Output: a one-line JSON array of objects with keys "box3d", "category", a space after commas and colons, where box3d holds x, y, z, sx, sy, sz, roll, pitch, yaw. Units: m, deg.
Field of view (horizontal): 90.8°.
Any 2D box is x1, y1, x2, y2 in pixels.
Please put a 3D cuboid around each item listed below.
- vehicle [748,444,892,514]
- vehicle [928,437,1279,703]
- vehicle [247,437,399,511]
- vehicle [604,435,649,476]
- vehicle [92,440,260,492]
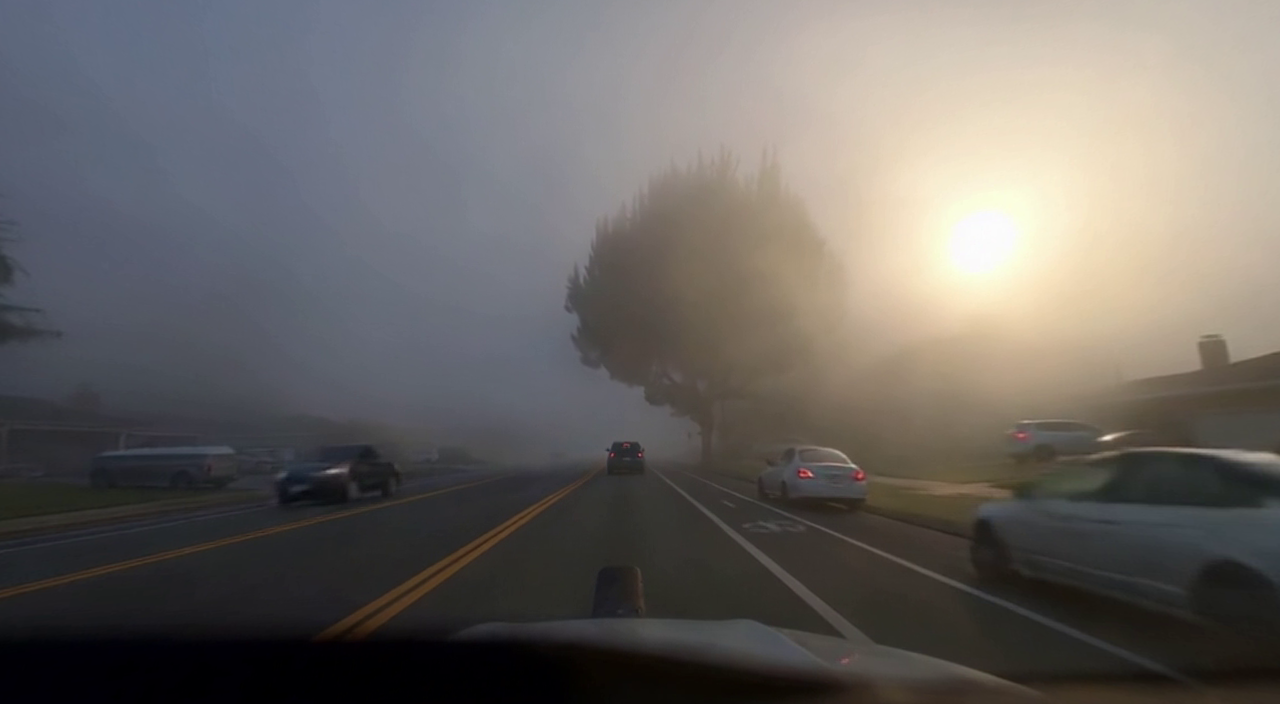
[{"box3d": [4.273, 3.090, 16.018, 2.001, 1.480, 5.022, 0, -9, -2], "category": "vehicle"}, {"box3d": [4.499, 1.459, 5.166, 1.963, 1.469, 4.709, 0, -9, -1], "category": "vehicle"}, {"box3d": [-8.721, 3.370, 17.942, 1.999, 1.806, 4.479, 0, -9, 0], "category": "vehicle"}, {"box3d": [-0.674, 5.403, 33.214, 2.153, 1.942, 4.767, 0, -9, 0], "category": "vehicle"}, {"box3d": [-19.908, 4.906, 27.330, 5.551, 1.870, 2.183, -3, -8, -1], "category": "vehicle"}]
